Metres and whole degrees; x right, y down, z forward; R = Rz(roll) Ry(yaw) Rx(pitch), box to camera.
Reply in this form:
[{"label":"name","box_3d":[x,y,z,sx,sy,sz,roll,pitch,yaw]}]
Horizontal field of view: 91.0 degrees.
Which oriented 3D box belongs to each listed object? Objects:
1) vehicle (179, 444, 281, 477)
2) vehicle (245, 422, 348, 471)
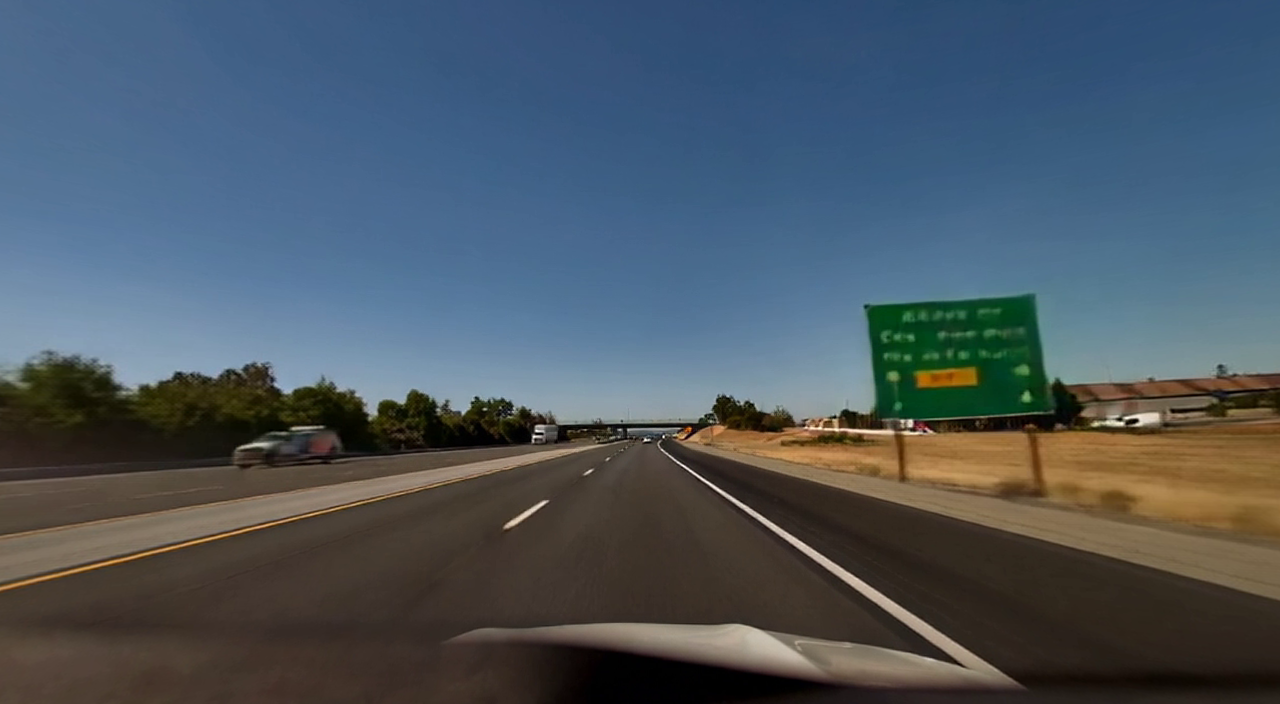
[{"label":"vehicle","box_3d":[-20.103,5.324,31.172,1.982,1.457,4.609,0,-8,0]},{"label":"vehicle","box_3d":[-20.120,5.563,37.277,2.564,2.639,6.046,-1,-8,1]}]
